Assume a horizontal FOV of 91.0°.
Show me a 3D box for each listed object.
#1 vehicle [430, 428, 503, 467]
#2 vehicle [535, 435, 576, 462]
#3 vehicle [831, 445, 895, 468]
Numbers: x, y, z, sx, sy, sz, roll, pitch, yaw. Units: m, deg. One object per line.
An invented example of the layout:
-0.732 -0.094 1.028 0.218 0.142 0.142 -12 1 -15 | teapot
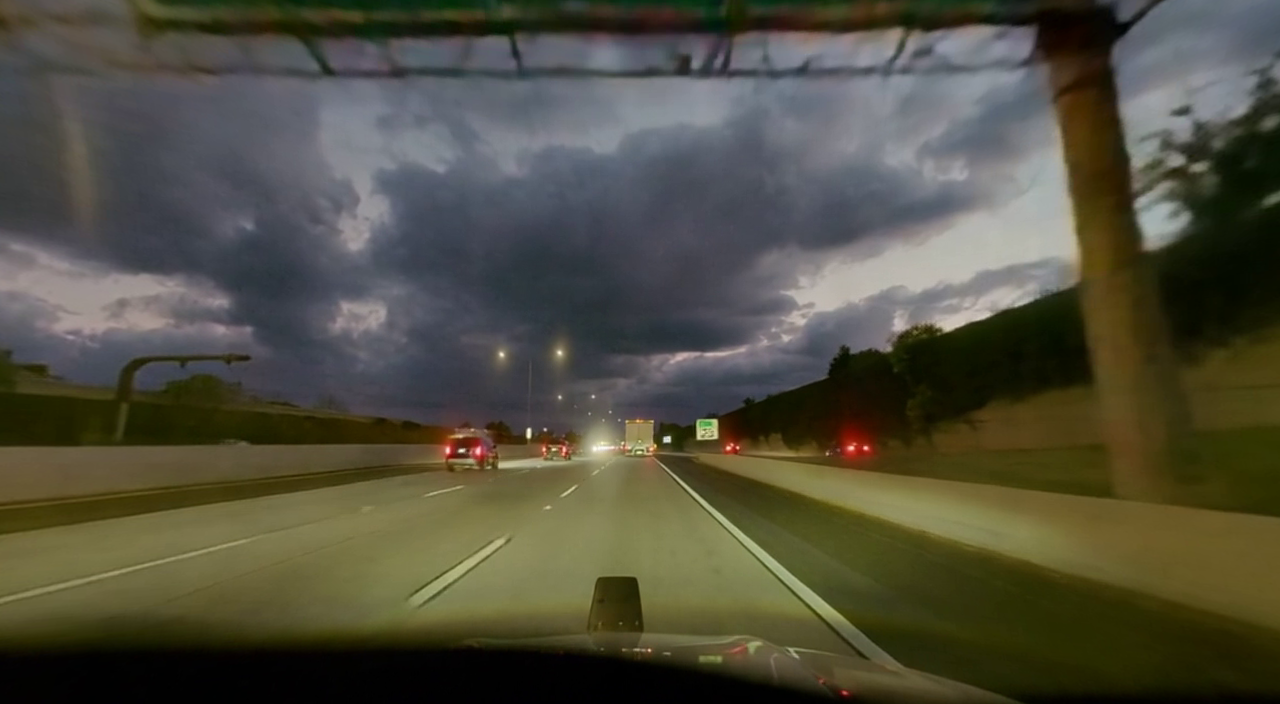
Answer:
-10.510 5.898 38.911 2.571 2.169 6.443 0 -9 1 | vehicle
-6.600 7.665 49.999 2.502 1.997 5.697 0 -9 0 | vehicle
15.020 7.062 42.710 2.075 1.510 4.569 2 -9 -10 | vehicle
